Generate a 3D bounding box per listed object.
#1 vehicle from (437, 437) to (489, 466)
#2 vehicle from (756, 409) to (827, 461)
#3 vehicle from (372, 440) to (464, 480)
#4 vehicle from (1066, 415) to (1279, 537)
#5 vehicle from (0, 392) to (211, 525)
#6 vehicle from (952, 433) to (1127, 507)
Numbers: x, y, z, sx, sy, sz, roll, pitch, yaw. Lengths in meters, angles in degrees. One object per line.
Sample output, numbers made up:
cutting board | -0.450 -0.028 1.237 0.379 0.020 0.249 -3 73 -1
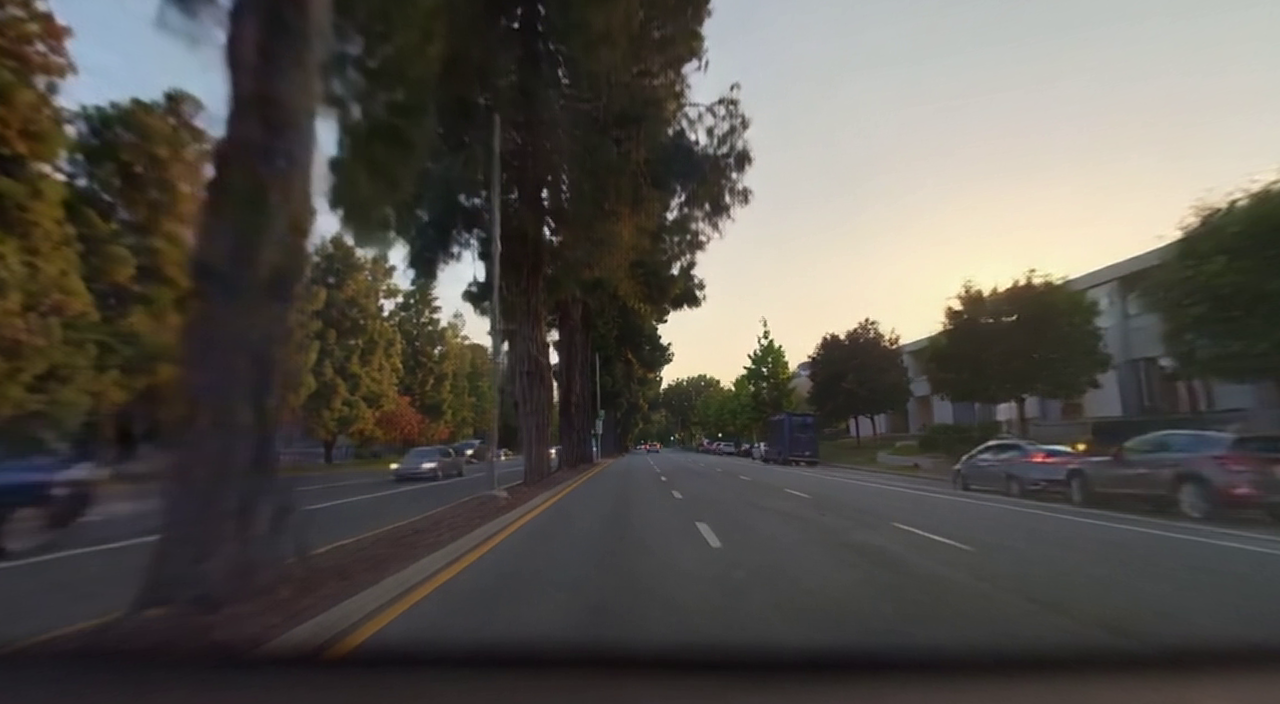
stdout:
vehicle | -12.189 6.871 43.925 2.180 1.904 4.631 0 -8 1
vehicle | 9.547 5.418 40.773 2.670 3.016 7.732 0 -8 1
vehicle | -8.983 4.402 26.050 2.001 1.477 4.754 0 -8 1
vehicle | 10.287 2.071 11.079 2.043 1.761 5.022 0 -8 -1
vehicle | -12.204 2.188 13.327 2.243 2.272 5.683 0 -8 1
vehicle | 10.364 3.051 16.867 1.790 1.689 4.291 0 -8 -1
